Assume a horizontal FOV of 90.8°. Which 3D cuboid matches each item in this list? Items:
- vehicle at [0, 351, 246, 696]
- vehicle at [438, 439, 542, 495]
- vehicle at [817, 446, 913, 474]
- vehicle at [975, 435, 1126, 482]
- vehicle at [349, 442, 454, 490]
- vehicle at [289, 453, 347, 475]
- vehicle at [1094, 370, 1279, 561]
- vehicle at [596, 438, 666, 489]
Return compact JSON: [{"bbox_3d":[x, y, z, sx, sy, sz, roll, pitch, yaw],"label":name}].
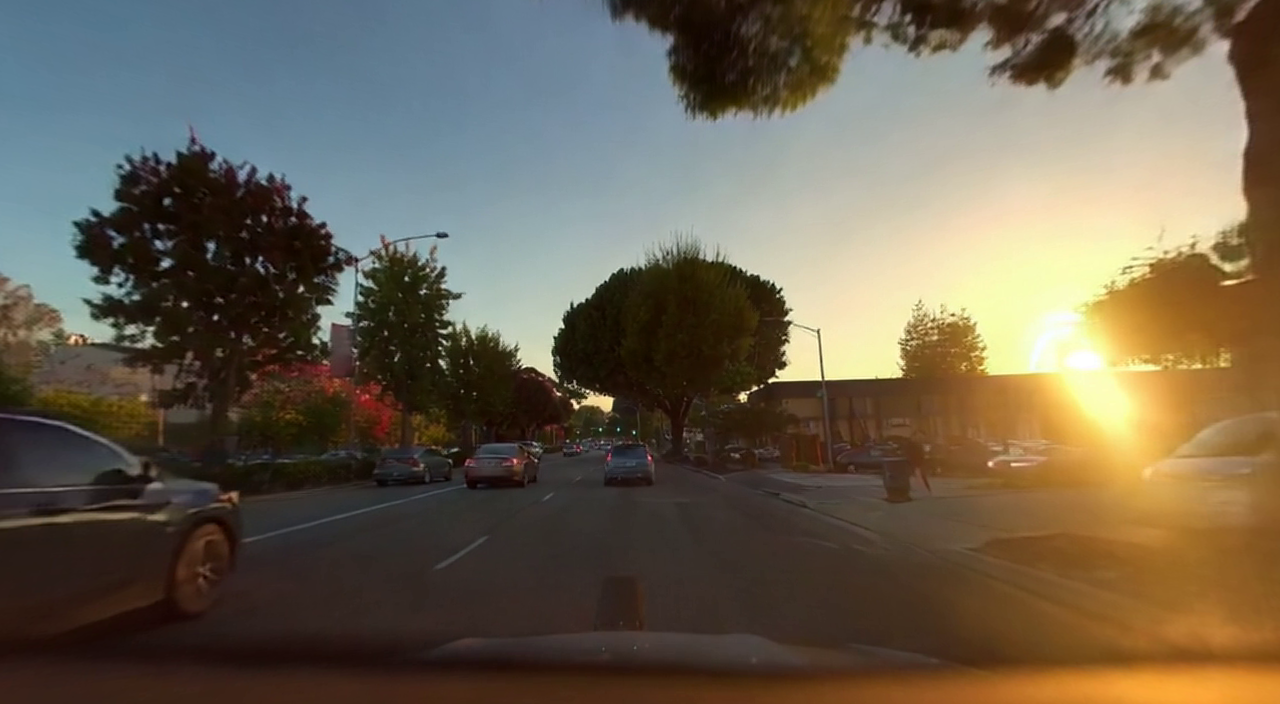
[{"bbox_3d":[-4.431,0.871,3.122,2.096,1.807,4.413,0,-8,0],"label":"vehicle"},{"bbox_3d":[-4.356,3.392,19.202,1.973,1.456,4.850,0,-8,0],"label":"vehicle"},{"bbox_3d":[13.313,6.386,37.584,4.877,1.603,2.197,0,-8,1],"label":"vehicle"},{"bbox_3d":[14.561,3.759,22.448,4.619,1.523,1.873,3,-9,-18],"label":"vehicle"},{"bbox_3d":[-8.024,3.842,21.737,2.009,1.470,4.179,0,-8,0],"label":"vehicle"},{"bbox_3d":[-24.424,8.495,48.149,1.960,1.478,4.732,0,-8,-1],"label":"vehicle"},{"bbox_3d":[9.100,1.167,7.540,5.518,1.898,2.188,-3,-9,-1],"label":"vehicle"},{"bbox_3d":[-0.335,3.554,20.498,2.061,1.469,3.954,0,-8,-2],"label":"vehicle"}]
